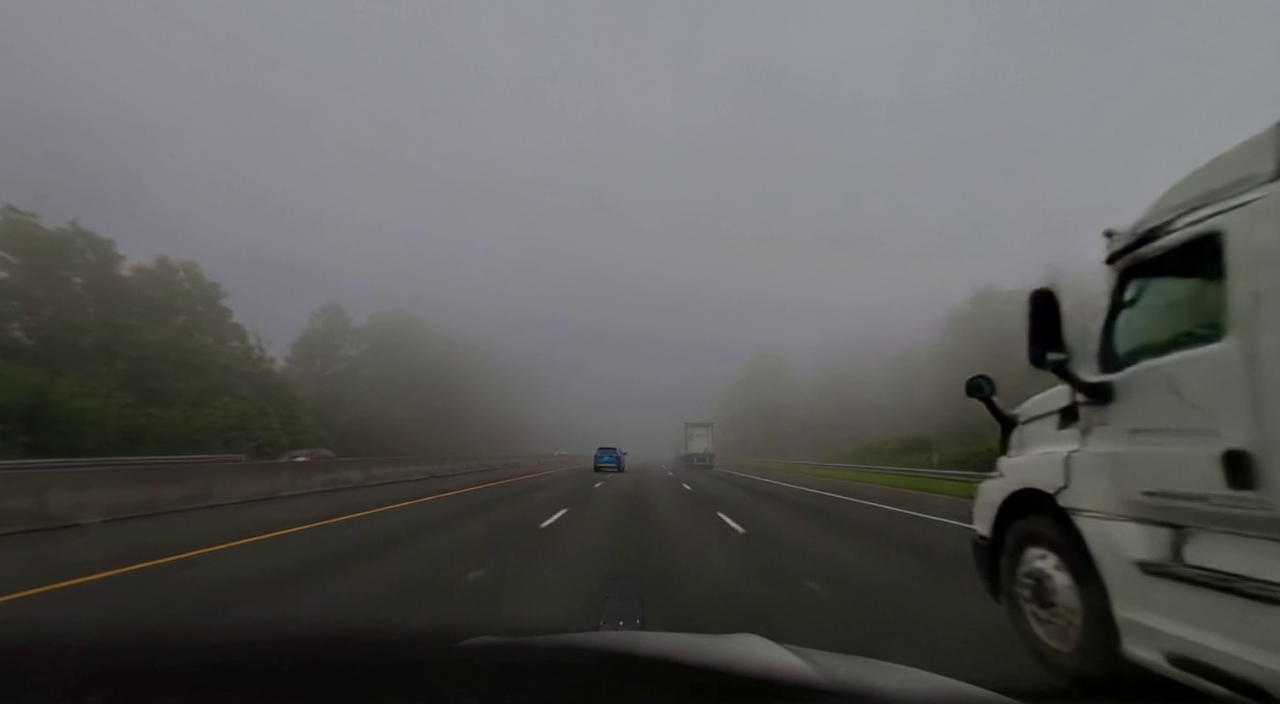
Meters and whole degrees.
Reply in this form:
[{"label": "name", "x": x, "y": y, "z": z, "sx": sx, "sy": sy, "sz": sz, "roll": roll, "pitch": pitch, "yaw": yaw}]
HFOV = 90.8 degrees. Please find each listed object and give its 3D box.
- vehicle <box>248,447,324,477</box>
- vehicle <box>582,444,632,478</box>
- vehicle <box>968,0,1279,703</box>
[{"label": "vehicle", "x": -21.174, "y": 6.585, "z": 37.957, "sx": 2.143, "sy": 1.649, "sz": 4.057, "roll": 0, "pitch": -9, "yaw": 0}, {"label": "vehicle", "x": -1.659, "y": 5.792, "z": 33.618, "sx": 2.297, "sy": 1.683, "sz": 4.385, "roll": 0, "pitch": -9, "yaw": 2}, {"label": "vehicle", "x": 4.162, "y": -0.312, "z": 1.769, "sx": 3.014, "sy": 3.921, "sz": 6.052, "roll": 0, "pitch": -9, "yaw": -1}]
